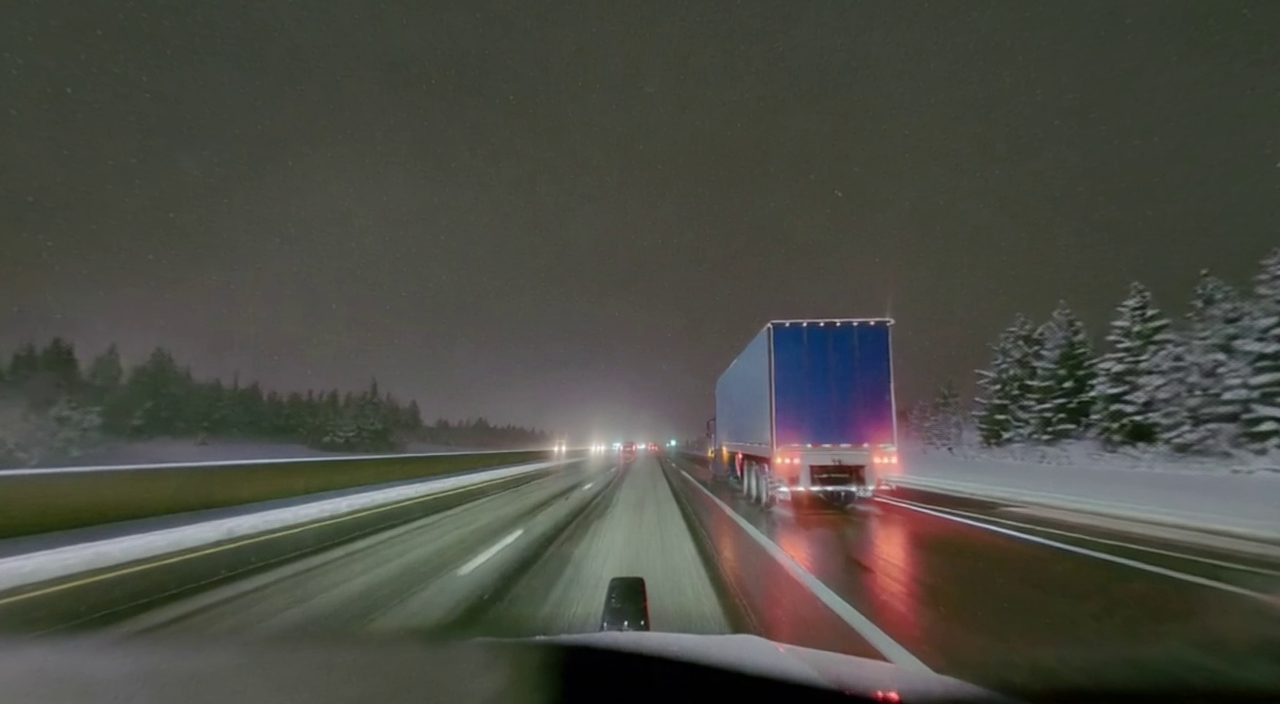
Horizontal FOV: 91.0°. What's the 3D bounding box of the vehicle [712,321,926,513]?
[{"bbox_3d":[4.157,2.098,18.286,2.870,3.768,11.872,0,-8,1],"label":"vehicle"}]
